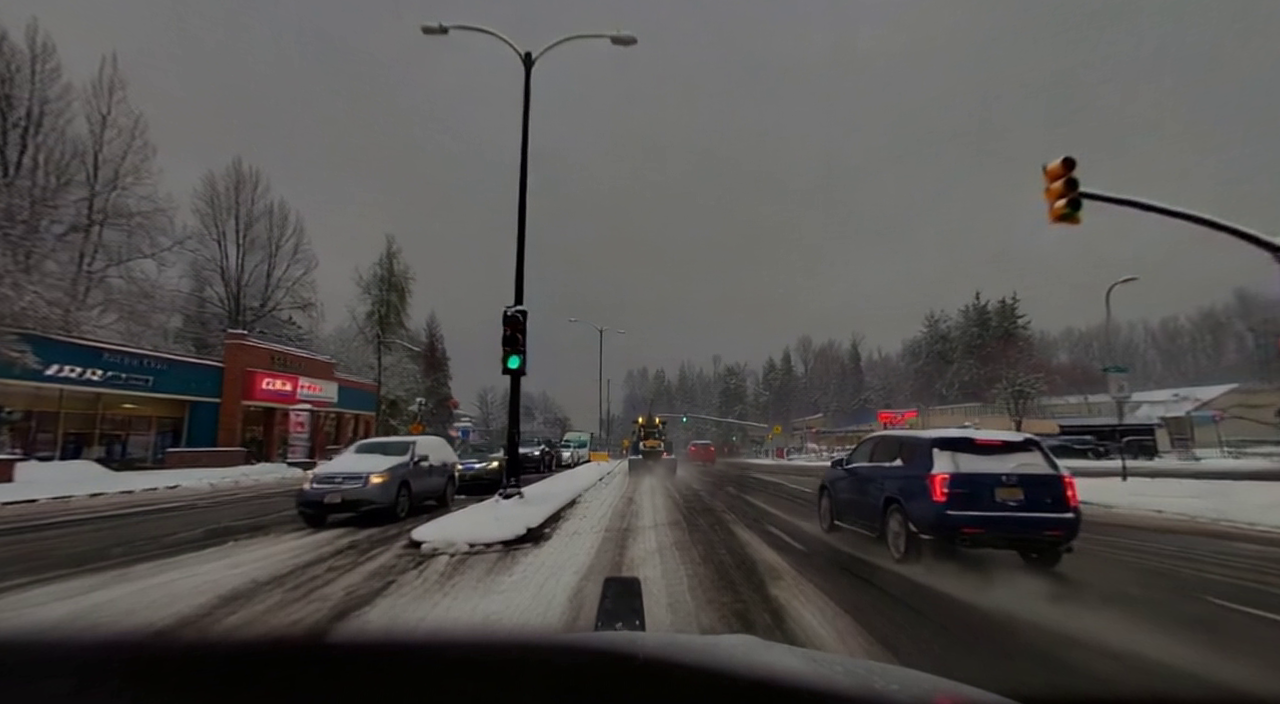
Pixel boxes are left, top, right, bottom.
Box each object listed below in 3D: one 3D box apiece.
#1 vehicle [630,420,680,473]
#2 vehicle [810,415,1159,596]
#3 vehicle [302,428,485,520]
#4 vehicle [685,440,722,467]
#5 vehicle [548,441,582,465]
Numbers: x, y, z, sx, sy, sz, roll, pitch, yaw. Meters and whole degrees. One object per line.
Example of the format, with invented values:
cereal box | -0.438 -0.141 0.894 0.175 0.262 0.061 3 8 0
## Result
vehicle | 0.787 5.283 35.520 2.566 2.705 6.350 0 -8 0
vehicle | 3.665 1.683 7.743 2.025 1.618 3.949 0 -8 0
vehicle | -4.635 2.352 12.687 2.001 1.518 4.316 0 -8 -1
vehicle | 4.239 6.840 42.592 2.025 1.754 4.311 0 -8 -1
vehicle | -5.100 6.898 43.157 1.922 1.506 4.302 0 -8 -1
